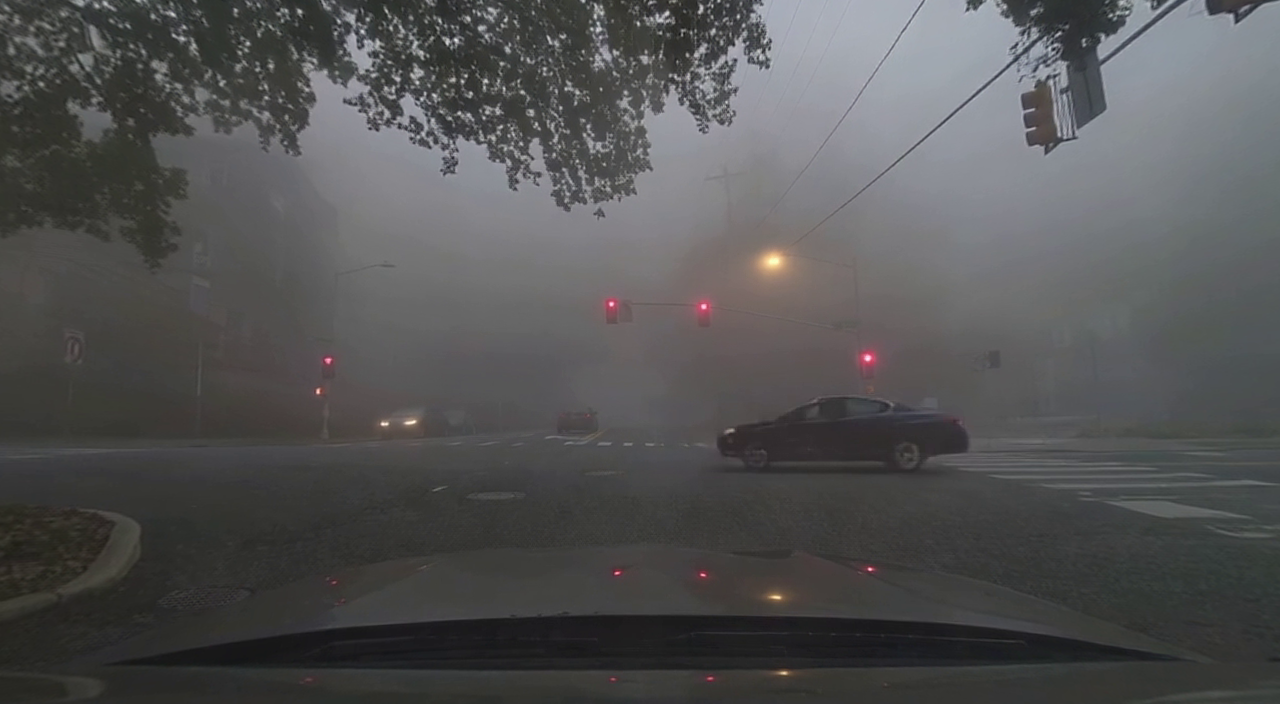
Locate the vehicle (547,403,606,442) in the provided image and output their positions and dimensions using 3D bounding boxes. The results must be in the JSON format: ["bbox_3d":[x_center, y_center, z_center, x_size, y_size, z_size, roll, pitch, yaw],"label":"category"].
[{"bbox_3d":[-3.314,3.933,34.344,2.306,1.907,5.382,-1,-9,4],"label":"vehicle"}]

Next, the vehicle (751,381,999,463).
[{"bbox_3d":[5.666,1.813,15.951,5.383,1.870,2.203,-1,-9,3],"label":"vehicle"}]

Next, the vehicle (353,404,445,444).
[{"bbox_3d":[-12.416,3.865,33.024,2.340,1.902,4.920,-1,-9,8],"label":"vehicle"}]

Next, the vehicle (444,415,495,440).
[{"bbox_3d":[-11.139,5.001,41.487,1.899,1.510,4.294,-1,-9,4],"label":"vehicle"}]
